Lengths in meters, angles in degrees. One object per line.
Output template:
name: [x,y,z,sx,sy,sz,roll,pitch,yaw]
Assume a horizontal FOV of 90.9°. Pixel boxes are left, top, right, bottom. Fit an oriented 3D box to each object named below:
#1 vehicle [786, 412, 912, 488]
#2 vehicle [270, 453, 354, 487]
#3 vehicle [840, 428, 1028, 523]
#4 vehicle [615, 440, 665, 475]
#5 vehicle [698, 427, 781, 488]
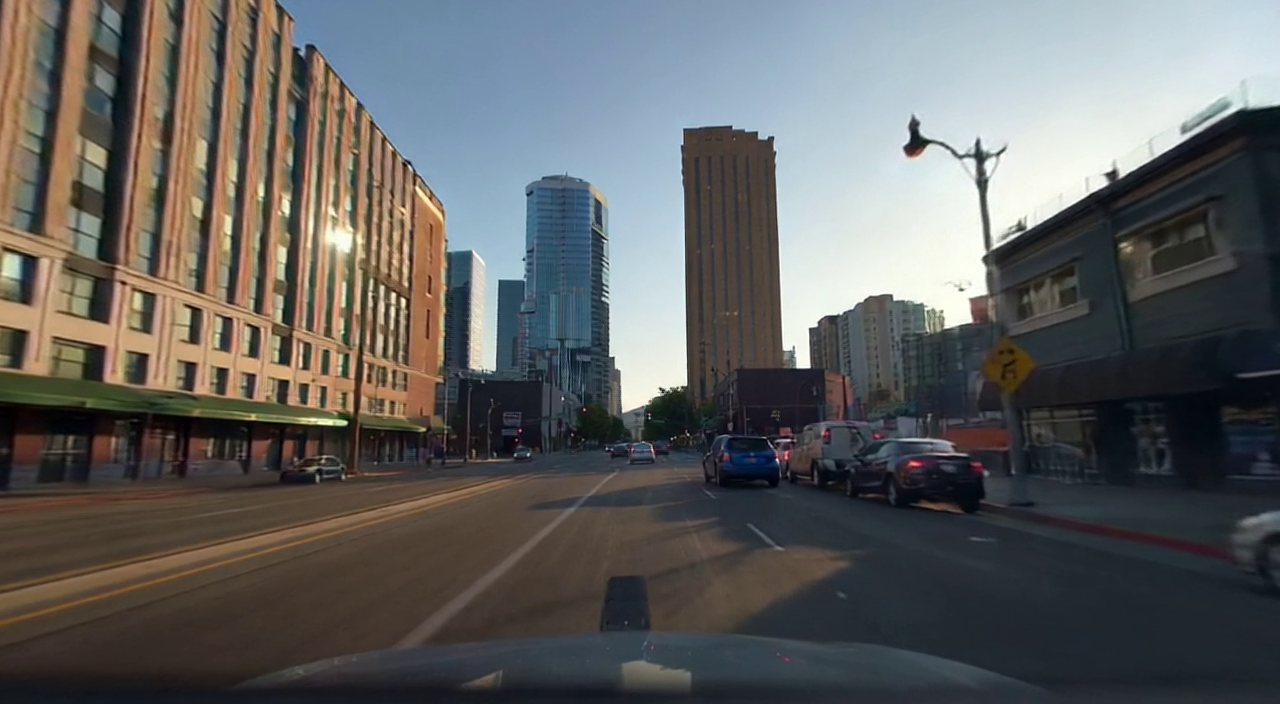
vehicle: [6.797,3.286,21.333,2.396,2.218,5.242,0,-9,0]
vehicle: [-17.389,6.260,33.710,1.924,1.558,4.620,-1,-8,1]
vehicle: [6.781,2.889,15.338,2.176,1.901,4.887,0,-9,0]
vehicle: [0.023,5.064,30.487,2.245,1.587,4.094,0,-9,0]
vehicle: [3.407,3.738,22.636,2.159,1.938,4.836,0,-9,-1]
